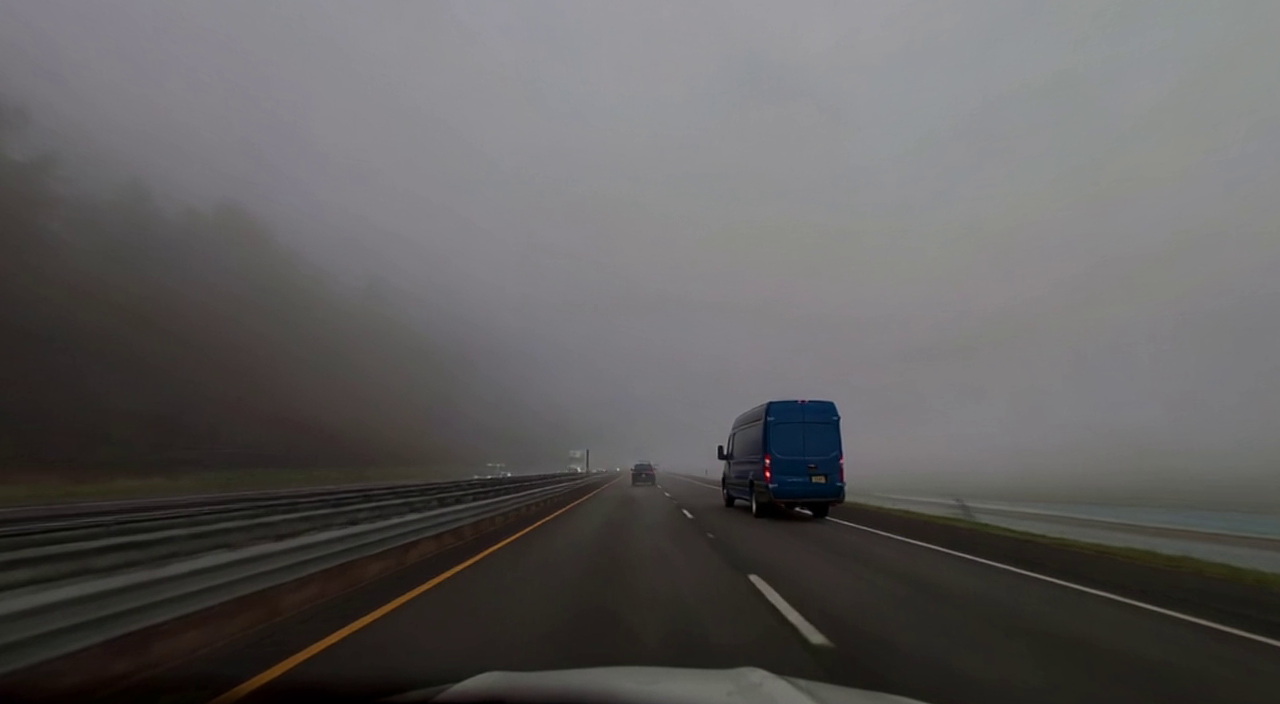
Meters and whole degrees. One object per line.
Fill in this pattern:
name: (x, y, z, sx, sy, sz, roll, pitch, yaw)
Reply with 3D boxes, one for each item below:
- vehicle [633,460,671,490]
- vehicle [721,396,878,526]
vehicle: (0.725, 7.559, 38.839, 2.212, 1.717, 4.452, 1, -10, 1)
vehicle: (4.147, 3.173, 18.189, 2.563, 2.975, 6.941, 1, -11, -1)
